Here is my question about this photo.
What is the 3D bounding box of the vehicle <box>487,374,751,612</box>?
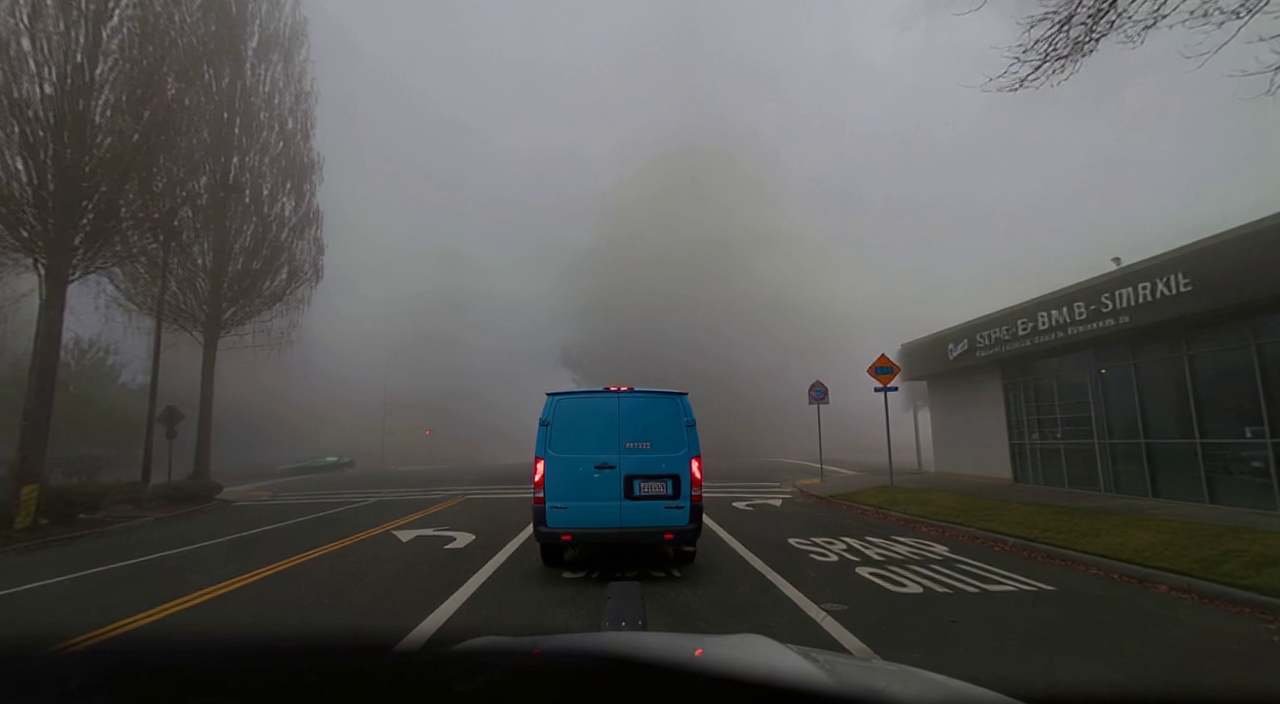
[{"bbox_3d":[-0.296,1.466,7.290,2.181,1.949,3.932,1,-9,-4],"label":"vehicle"}]
